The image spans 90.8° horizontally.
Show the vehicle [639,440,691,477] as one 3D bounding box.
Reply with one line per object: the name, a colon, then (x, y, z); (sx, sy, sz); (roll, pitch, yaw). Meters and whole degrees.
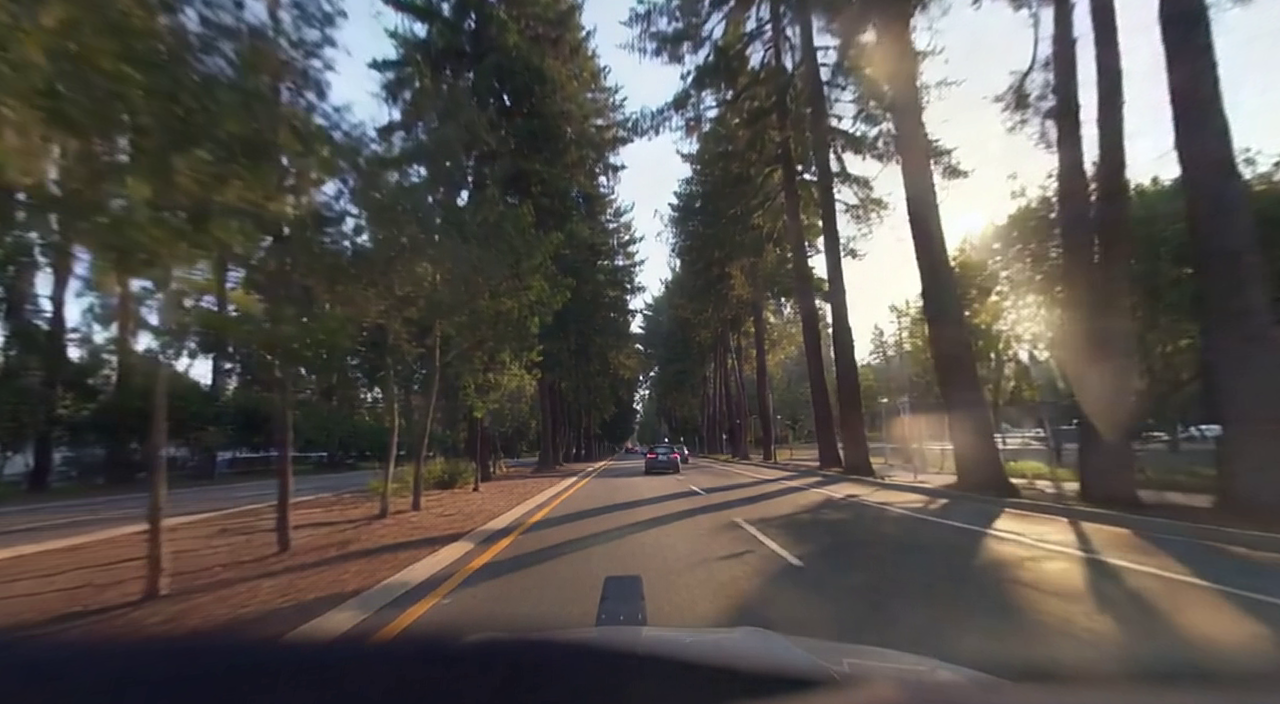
vehicle: (1.046, 4.884, 29.297); (2.048, 1.584, 4.393); (0, -8, -2)
